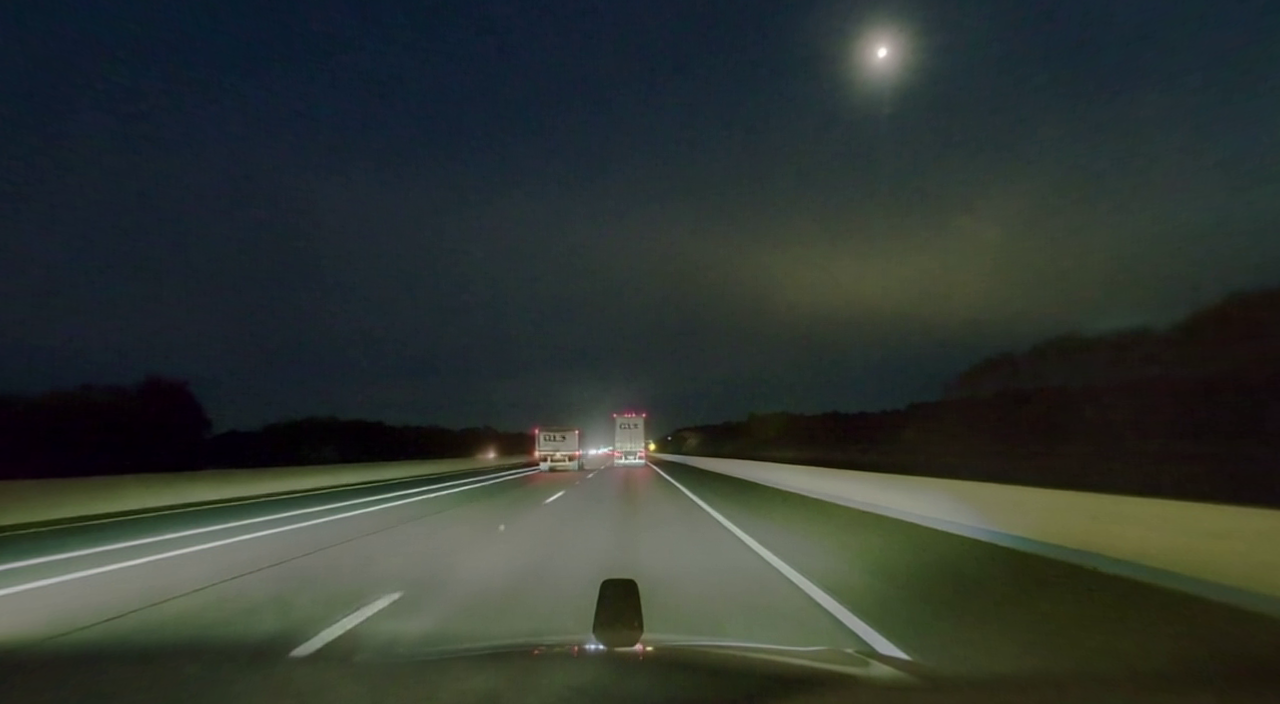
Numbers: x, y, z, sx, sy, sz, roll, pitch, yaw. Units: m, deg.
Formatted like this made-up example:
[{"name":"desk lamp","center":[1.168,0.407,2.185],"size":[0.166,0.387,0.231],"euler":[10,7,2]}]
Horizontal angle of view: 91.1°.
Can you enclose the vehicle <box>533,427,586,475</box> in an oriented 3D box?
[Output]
[{"name":"vehicle","center":[-4.793,6.028,38.344],"size":[2.529,2.697,5.935],"euler":[0,-9,-1]}]

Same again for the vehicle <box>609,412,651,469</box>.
[{"name":"vehicle","center":[-0.803,7.011,49.200],"size":[2.923,4.007,9.760],"euler":[0,-9,-1]}]
